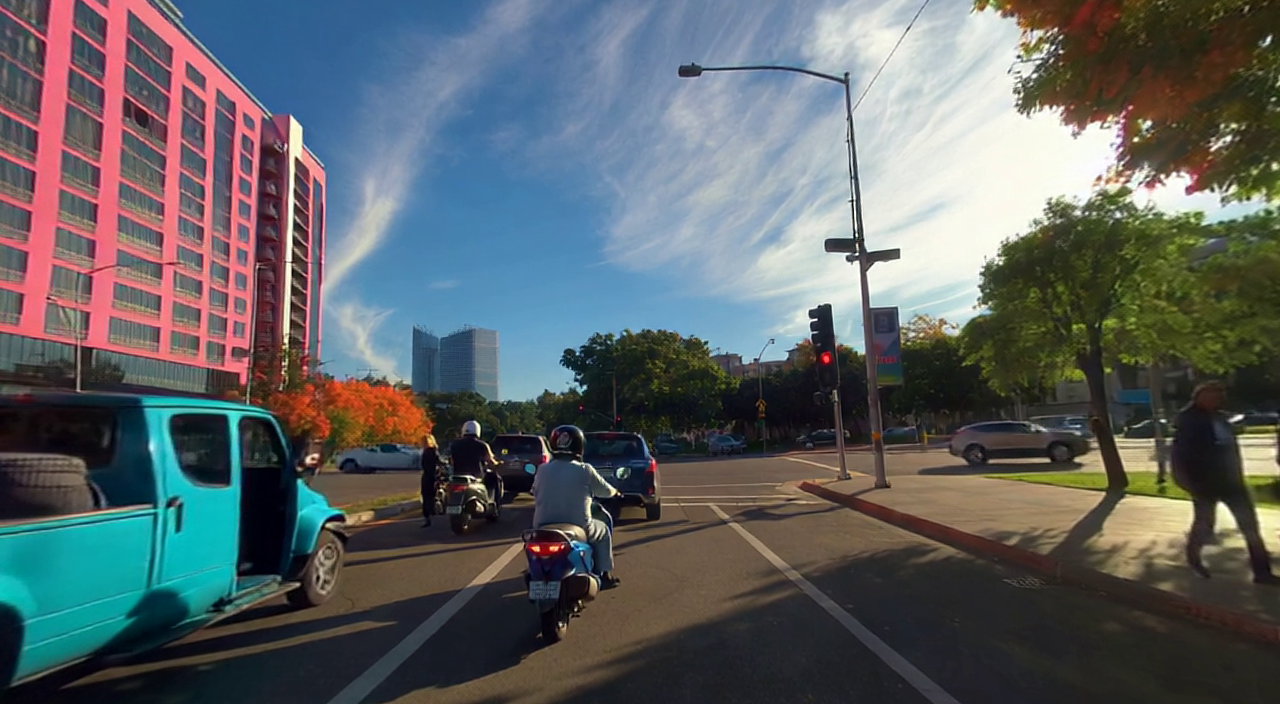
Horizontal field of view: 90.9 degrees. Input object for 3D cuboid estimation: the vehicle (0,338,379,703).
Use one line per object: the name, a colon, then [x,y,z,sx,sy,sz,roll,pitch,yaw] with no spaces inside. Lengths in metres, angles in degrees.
vehicle: [-3.595,1.035,3.718,2.000,1.809,4.855,0,-9,0]

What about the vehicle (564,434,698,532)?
vehicle: [-0.104,2.294,11.625,2.025,1.458,4.085,-1,-9,1]

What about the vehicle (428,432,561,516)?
vehicle: [-3.117,2.701,14.444,1.935,1.615,4.073,-1,-9,2]

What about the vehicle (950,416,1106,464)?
vehicle: [15.926,3.696,26.276,5.226,1.840,2.016,-5,-10,27]
